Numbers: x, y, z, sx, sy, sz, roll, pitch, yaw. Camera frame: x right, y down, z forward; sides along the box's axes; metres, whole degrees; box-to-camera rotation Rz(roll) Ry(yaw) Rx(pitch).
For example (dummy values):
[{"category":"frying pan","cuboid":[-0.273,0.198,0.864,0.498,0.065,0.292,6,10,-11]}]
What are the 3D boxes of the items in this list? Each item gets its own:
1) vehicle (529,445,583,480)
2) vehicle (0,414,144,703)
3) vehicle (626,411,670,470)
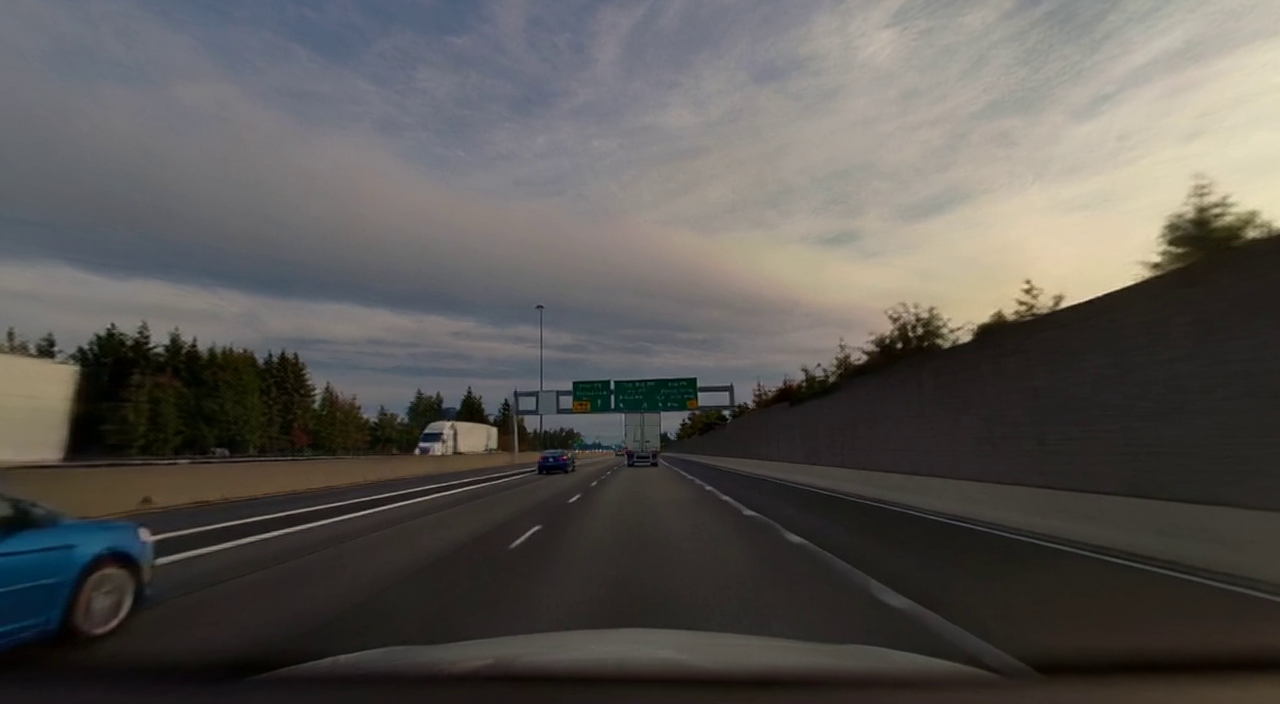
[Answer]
[{"category":"vehicle","cuboid":[-4.031,5.376,30.954,1.974,1.531,4.429,0,-9,1]},{"category":"vehicle","cuboid":[-4.212,0.826,1.652,1.977,1.478,4.702,0,-9,0]},{"category":"vehicle","cuboid":[0.621,6.908,48.692,2.980,4.051,10.359,0,-9,1]}]
